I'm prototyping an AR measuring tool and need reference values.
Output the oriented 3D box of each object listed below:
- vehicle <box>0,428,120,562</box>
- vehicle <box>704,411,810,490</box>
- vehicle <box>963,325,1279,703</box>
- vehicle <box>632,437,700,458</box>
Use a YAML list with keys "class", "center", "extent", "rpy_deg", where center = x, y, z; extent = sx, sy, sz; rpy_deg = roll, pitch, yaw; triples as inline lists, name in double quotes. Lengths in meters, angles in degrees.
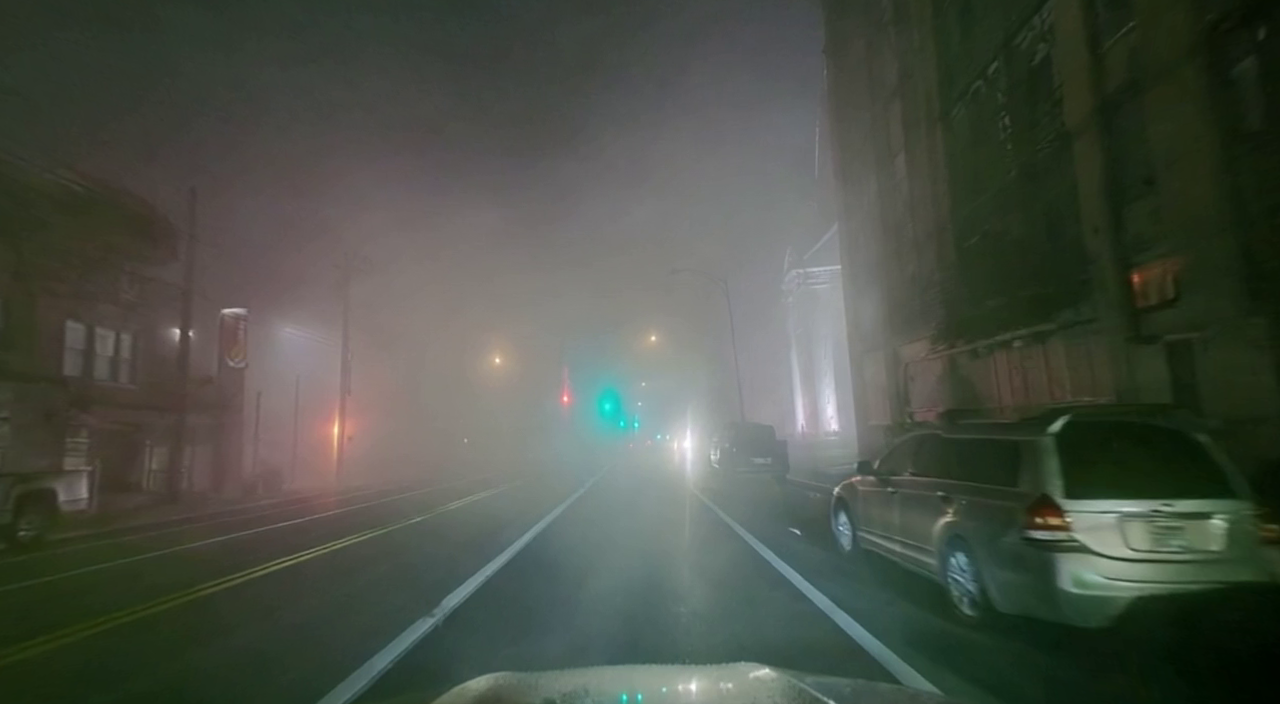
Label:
- class: "vehicle"
  center: [-15.505, 2.870, 12.105]
  extent: [2.953, 2.851, 9.417]
  rpy_deg: [2, -8, 0]
- class: "vehicle"
  center: [3.337, 2.979, 19.425]
  extent: [2.269, 2.046, 5.649]
  rpy_deg: [0, -8, 1]
- class: "vehicle"
  center: [3.141, 0.694, 1.562]
  extent: [2.452, 1.640, 4.646]
  rpy_deg: [-1, -8, 4]
- class: "vehicle"
  center: [1.902, 7.033, 46.442]
  extent: [4.620, 1.476, 1.881]
  rpy_deg: [3, -9, -19]
